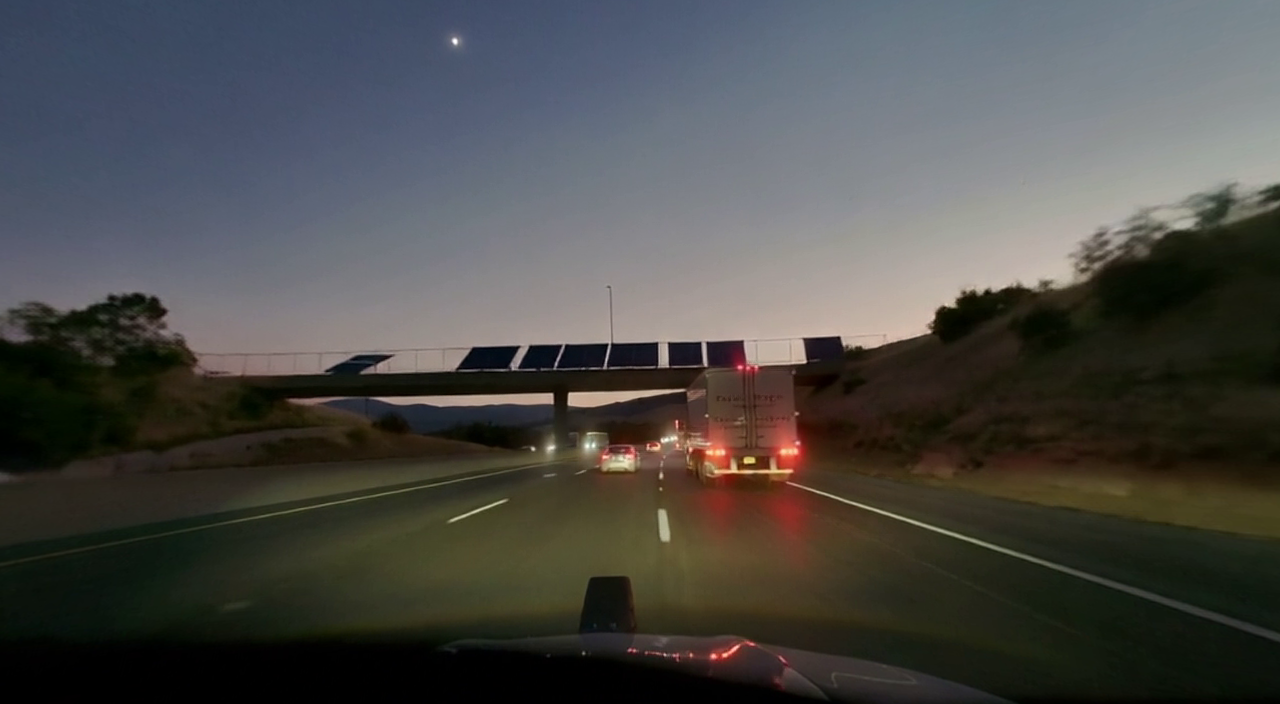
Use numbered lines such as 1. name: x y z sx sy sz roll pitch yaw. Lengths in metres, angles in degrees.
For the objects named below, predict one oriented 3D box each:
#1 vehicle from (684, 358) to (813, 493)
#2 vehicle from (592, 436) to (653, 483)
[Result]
1. vehicle: 3.261 2.690 22.004 2.967 3.633 10.015 -1 -8 2
2. vehicle: -0.567 4.065 24.106 2.066 1.581 4.268 -1 -8 2
